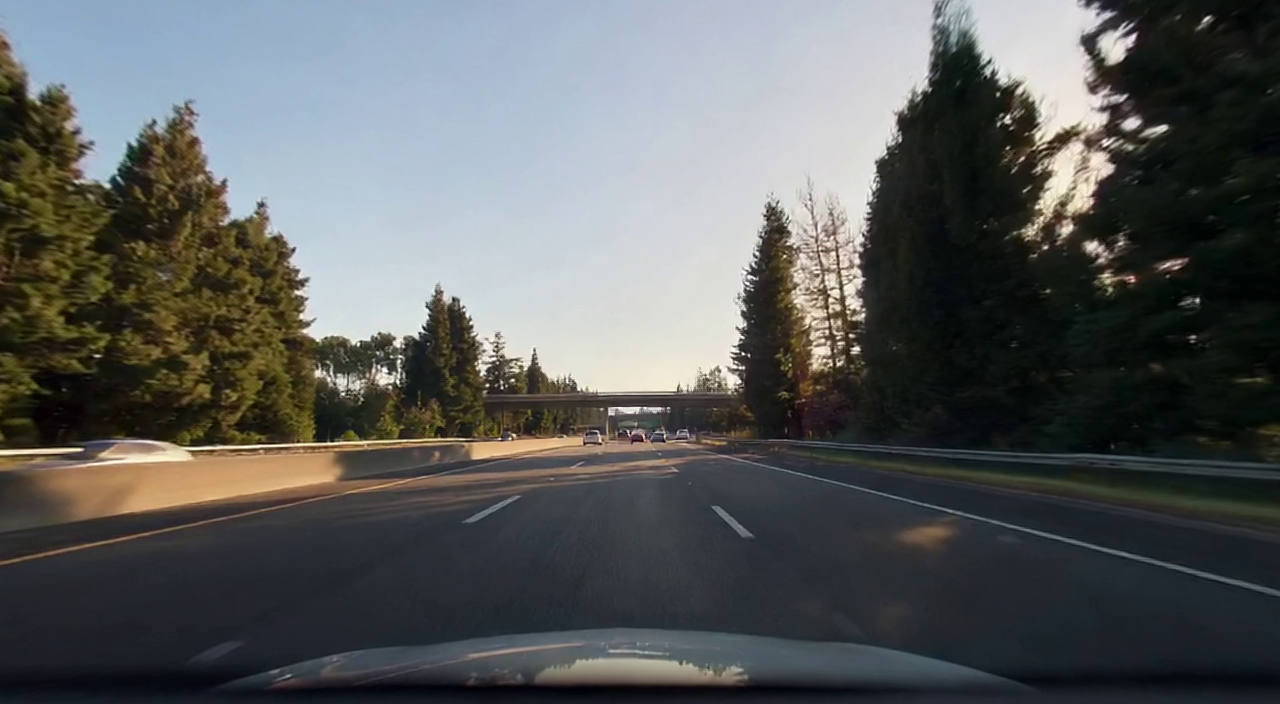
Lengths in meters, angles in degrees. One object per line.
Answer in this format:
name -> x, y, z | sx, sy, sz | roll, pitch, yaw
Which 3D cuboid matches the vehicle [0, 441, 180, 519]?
vehicle -> -12.971, 2.764, 14.239 | 1.895, 1.439, 4.263 | 0, -8, -1
